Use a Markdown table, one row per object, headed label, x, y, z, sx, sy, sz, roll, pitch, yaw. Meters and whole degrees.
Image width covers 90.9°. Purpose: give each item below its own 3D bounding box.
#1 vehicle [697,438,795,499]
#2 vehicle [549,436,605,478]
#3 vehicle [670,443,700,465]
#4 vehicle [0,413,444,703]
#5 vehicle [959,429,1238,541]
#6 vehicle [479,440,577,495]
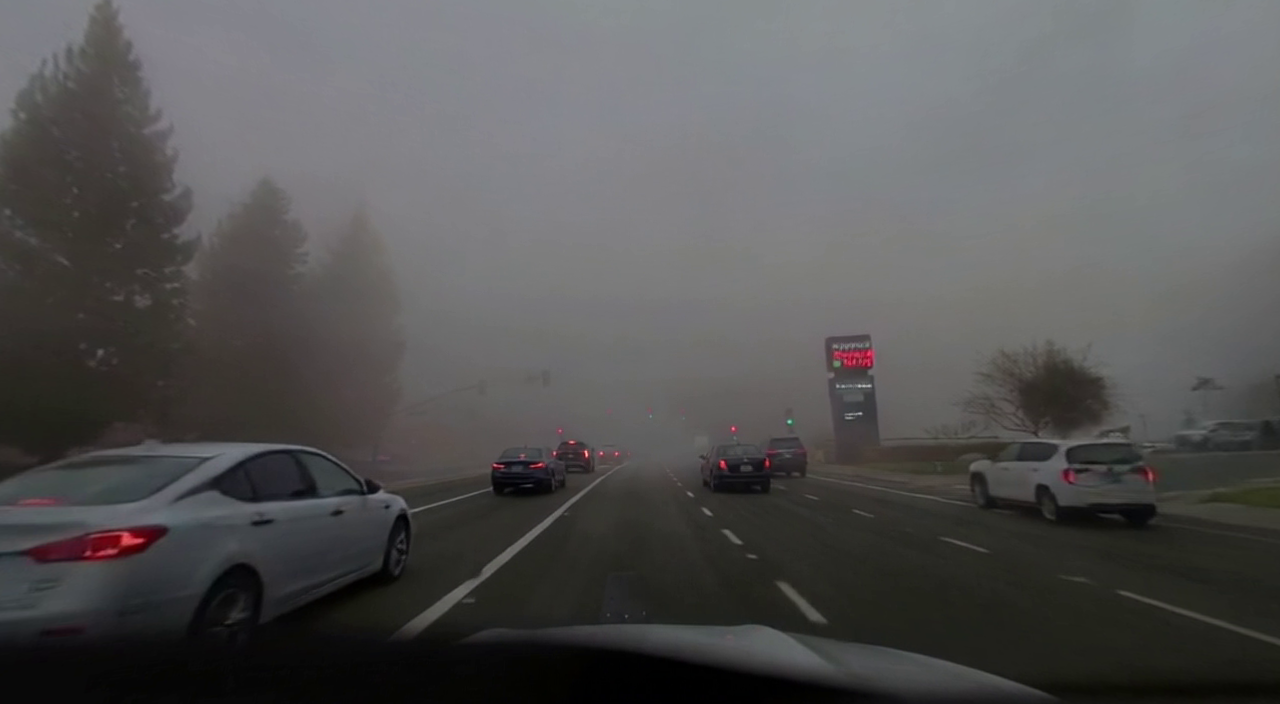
| label | x | y | z | sx | sy | sz | roll | pitch | yaw |
| --- | --- | --- | --- | --- | --- | --- | --- | --- | --- |
| vehicle | 2.855 | 3.240 | 18.001 | 2.004 | 1.512 | 4.206 | 0 | -8 | -1 |
| vehicle | -2.971 | 5.076 | 30.703 | 2.187 | 1.825 | 4.621 | 0 | -8 | 1 |
| vehicle | 3.439 | 7.990 | 49.337 | 2.030 | 1.628 | 4.080 | 0 | -8 | 0 |
| vehicle | -3.183 | 1.308 | 4.737 | 1.952 | 1.457 | 4.372 | 0 | -8 | 1 |
| vehicle | 7.736 | 2.251 | 11.452 | 2.070 | 1.547 | 4.941 | -2 | -9 | 10 |
| vehicle | -3.305 | 3.528 | 19.648 | 2.087 | 1.494 | 4.626 | -1 | -8 | 2 |
